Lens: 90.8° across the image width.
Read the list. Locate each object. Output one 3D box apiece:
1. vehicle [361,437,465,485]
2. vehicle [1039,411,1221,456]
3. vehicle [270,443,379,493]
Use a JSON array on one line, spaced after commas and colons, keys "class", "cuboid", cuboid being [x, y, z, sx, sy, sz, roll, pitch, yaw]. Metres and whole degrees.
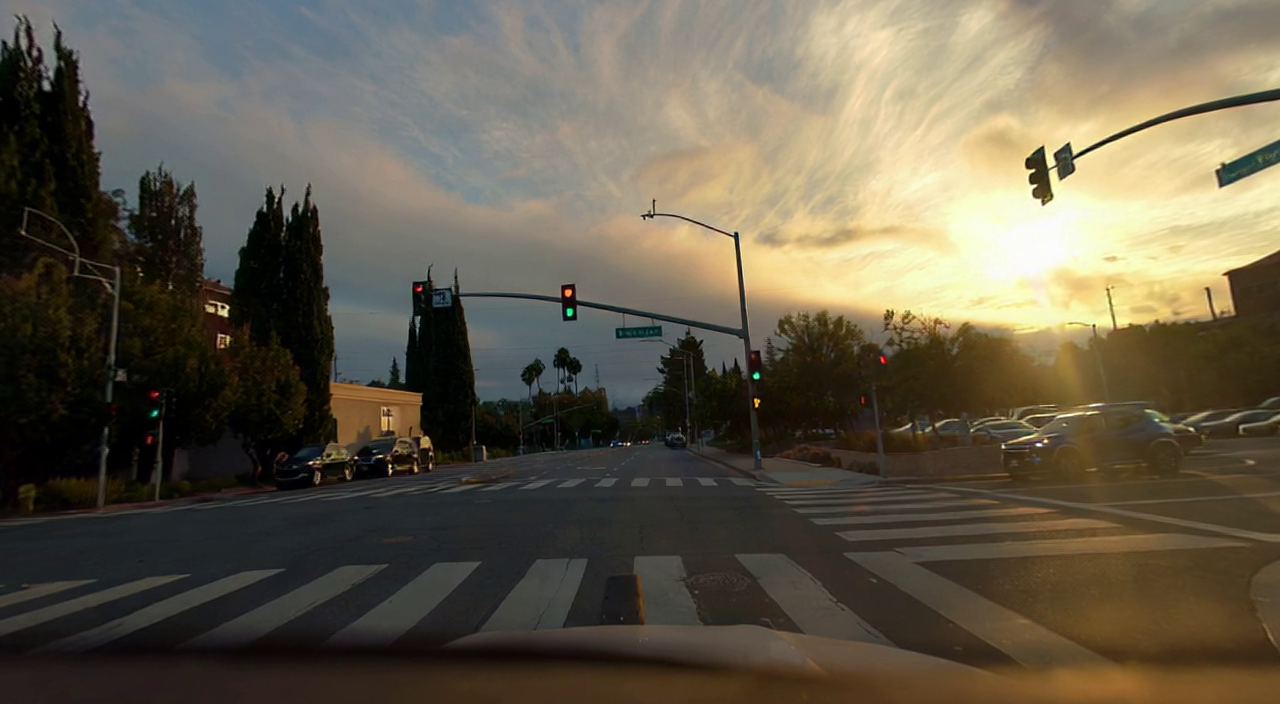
[{"class": "vehicle", "cuboid": [-10.173, 4.928, 28.979, 2.664, 1.940, 5.702, 0, -9, 0]}, {"class": "vehicle", "cuboid": [16.930, 2.905, 22.121, 4.560, 1.453, 1.851, -3, -9, 18]}, {"class": "vehicle", "cuboid": [-13.785, 5.069, 28.053, 2.306, 1.957, 4.968, 0, -9, -1]}]
